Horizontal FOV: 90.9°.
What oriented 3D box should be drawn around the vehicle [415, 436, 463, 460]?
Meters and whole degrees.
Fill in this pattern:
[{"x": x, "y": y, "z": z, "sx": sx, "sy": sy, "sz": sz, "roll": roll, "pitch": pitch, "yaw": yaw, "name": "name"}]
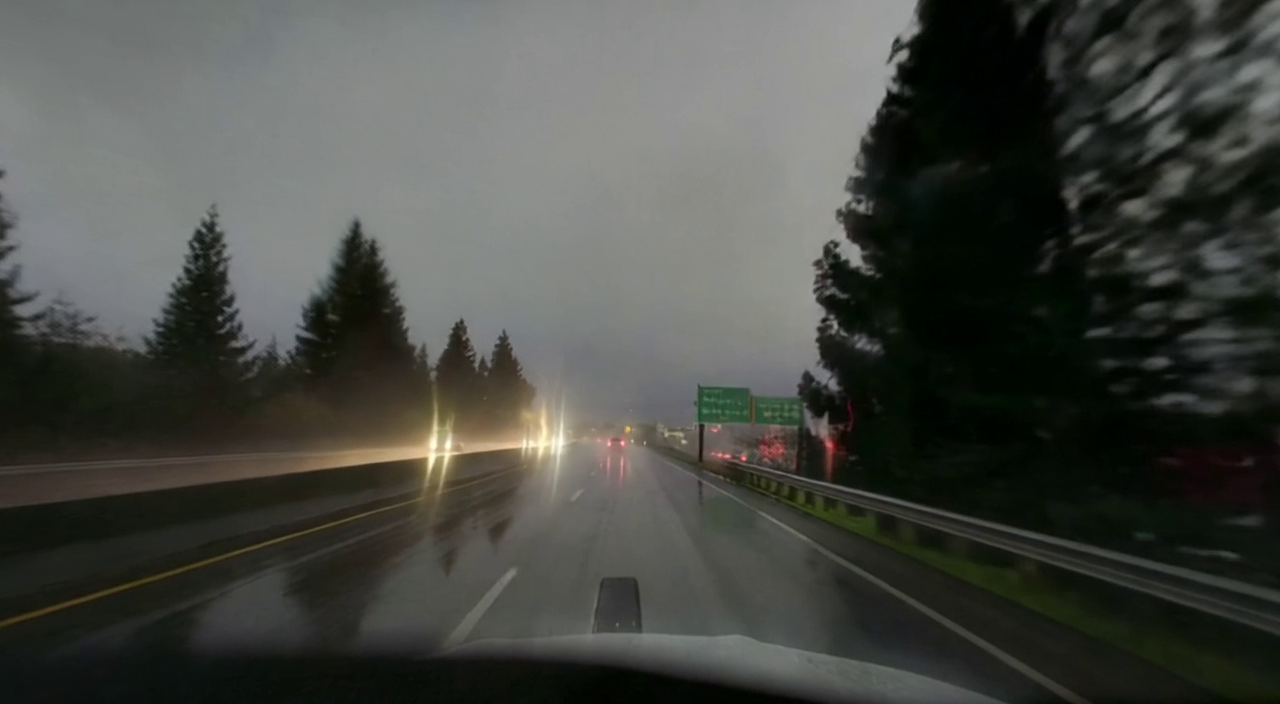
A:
[{"x": -13.590, "y": 6.485, "z": 42.794, "sx": 1.972, "sy": 1.503, "sz": 3.935, "roll": 0, "pitch": -8, "yaw": 0, "name": "vehicle"}]
